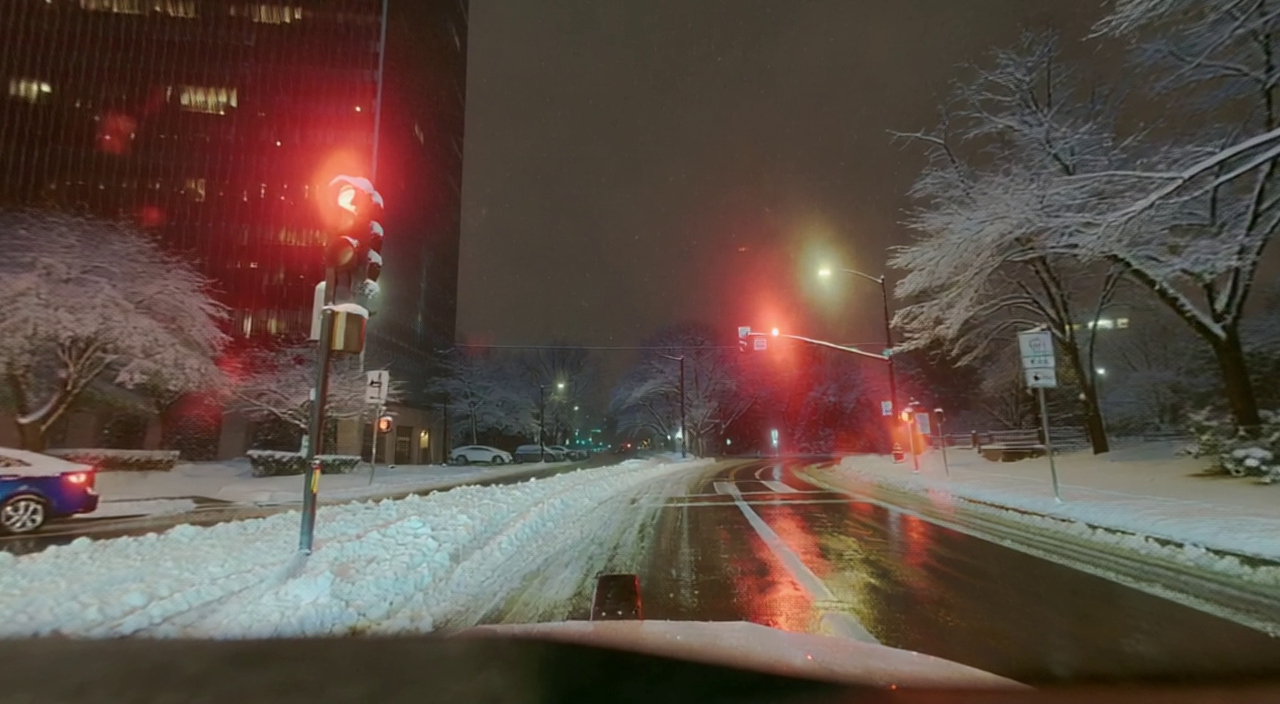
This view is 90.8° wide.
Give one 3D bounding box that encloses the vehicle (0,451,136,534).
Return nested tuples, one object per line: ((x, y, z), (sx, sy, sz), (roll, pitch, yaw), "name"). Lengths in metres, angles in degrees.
((-12.858, 2.713, 12.275), (4.598, 1.490, 1.816), (7, -11, -40), "vehicle")

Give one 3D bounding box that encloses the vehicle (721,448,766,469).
((7.861, 8.122, 48.419), (1.829, 1.440, 4.384), (2, -9, -14), "vehicle")
